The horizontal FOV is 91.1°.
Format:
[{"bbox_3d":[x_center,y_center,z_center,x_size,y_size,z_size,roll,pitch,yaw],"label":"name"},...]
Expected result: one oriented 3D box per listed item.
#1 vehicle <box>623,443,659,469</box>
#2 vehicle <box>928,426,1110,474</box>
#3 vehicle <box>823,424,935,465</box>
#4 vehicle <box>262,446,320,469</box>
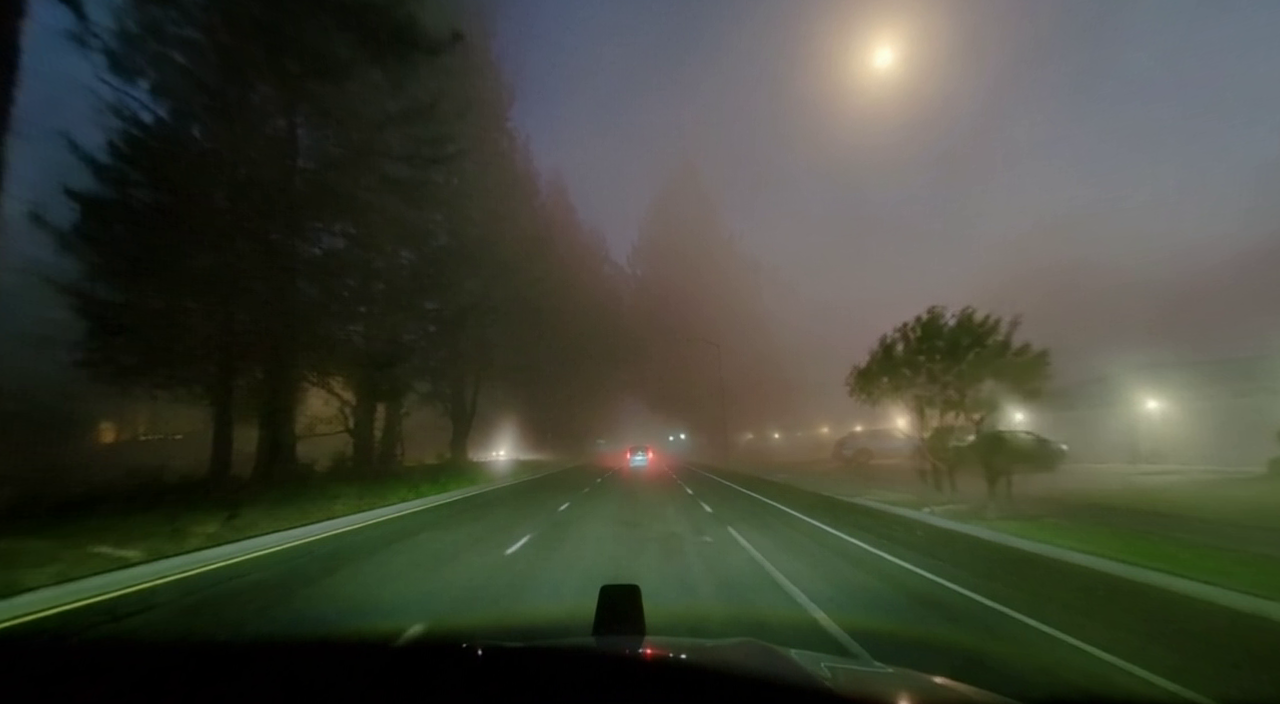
[{"bbox_3d":[0.047,6.220,37.831,2.054,1.456,4.003,0,-8,0],"label":"vehicle"},{"bbox_3d":[12.503,3.267,20.965,4.787,1.494,1.887,0,-8,1],"label":"vehicle"},{"bbox_3d":[12.264,4.801,32.449,4.923,2.019,1.985,0,-9,2],"label":"vehicle"},{"bbox_3d":[-24.023,7.252,43.379,1.892,1.455,3.564,0,-8,1],"label":"vehicle"}]
